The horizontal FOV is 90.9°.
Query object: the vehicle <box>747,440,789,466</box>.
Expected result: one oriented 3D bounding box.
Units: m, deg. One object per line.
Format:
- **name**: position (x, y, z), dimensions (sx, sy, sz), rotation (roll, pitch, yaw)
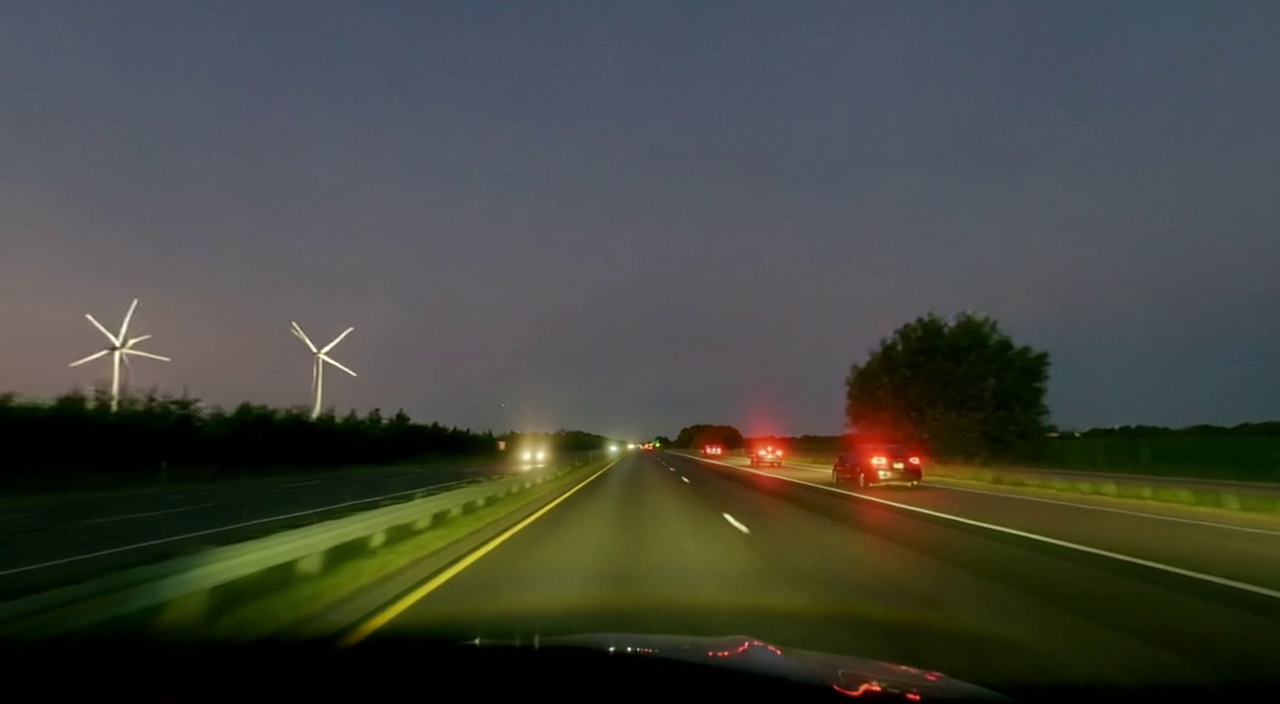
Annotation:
- **vehicle**: position (8.791, 7.006, 43.702), dimensions (1.897, 1.669, 4.825), rotation (1, -9, 0)
